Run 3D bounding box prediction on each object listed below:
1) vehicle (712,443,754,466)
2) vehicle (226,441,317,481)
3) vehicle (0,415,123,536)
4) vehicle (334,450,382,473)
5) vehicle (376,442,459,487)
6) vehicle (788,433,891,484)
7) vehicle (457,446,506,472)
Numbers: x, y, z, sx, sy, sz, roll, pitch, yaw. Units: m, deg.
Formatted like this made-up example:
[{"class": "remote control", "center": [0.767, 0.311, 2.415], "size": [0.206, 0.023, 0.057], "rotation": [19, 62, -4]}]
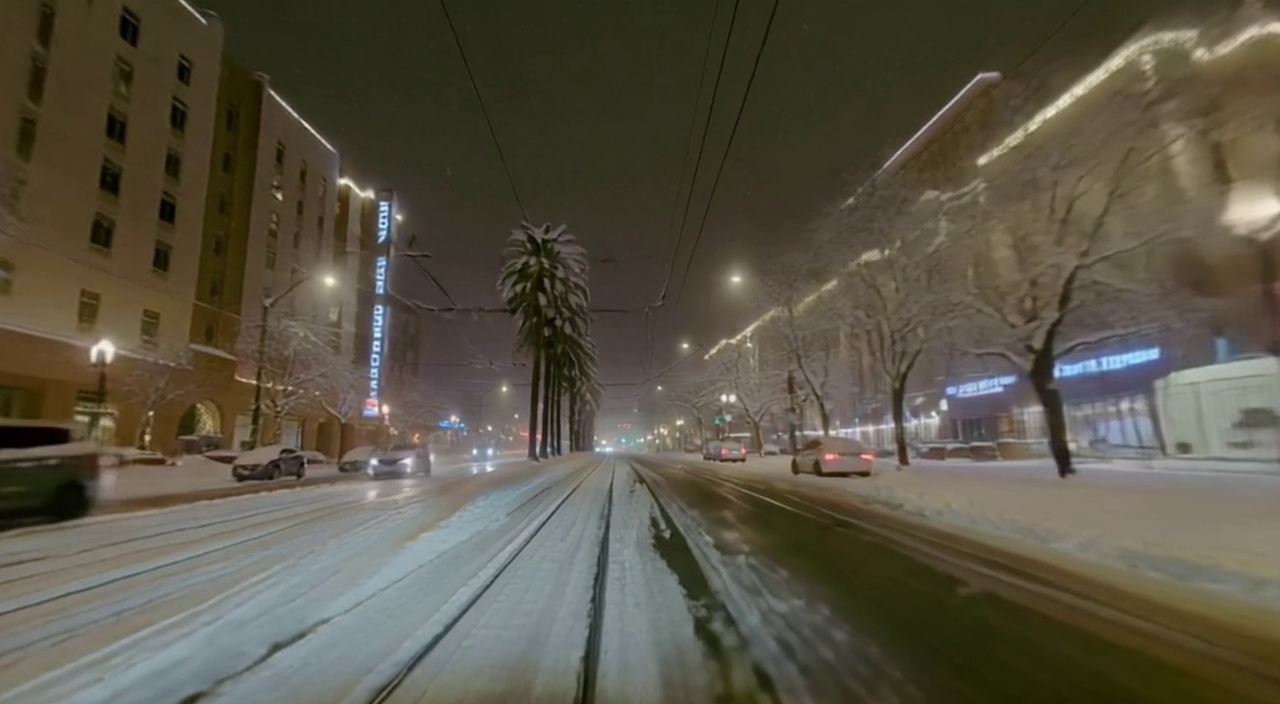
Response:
[{"class": "vehicle", "center": [6.442, 7.183, 44.206], "size": [1.816, 1.488, 4.102], "rotation": [1, -9, -7]}, {"class": "vehicle", "center": [-18.235, 5.396, 31.450], "size": [1.974, 1.808, 4.373], "rotation": [0, -8, -2]}, {"class": "vehicle", "center": [-11.173, 1.948, 9.921], "size": [2.127, 1.892, 4.655], "rotation": [0, -8, -1]}, {"class": "vehicle", "center": [-18.706, 7.234, 41.869], "size": [1.819, 1.450, 3.003], "rotation": [0, -8, -1]}, {"class": "vehicle", "center": [-8.688, 4.398, 24.983], "size": [2.013, 1.590, 4.241], "rotation": [0, -8, -4]}, {"class": "vehicle", "center": [7.322, 3.953, 23.737], "size": [1.995, 1.677, 4.863], "rotation": [0, -8, -4]}, {"class": "vehicle", "center": [-9.873, 6.681, 39.566], "size": [2.046, 1.475, 4.426], "rotation": [0, -8, -2]}]
